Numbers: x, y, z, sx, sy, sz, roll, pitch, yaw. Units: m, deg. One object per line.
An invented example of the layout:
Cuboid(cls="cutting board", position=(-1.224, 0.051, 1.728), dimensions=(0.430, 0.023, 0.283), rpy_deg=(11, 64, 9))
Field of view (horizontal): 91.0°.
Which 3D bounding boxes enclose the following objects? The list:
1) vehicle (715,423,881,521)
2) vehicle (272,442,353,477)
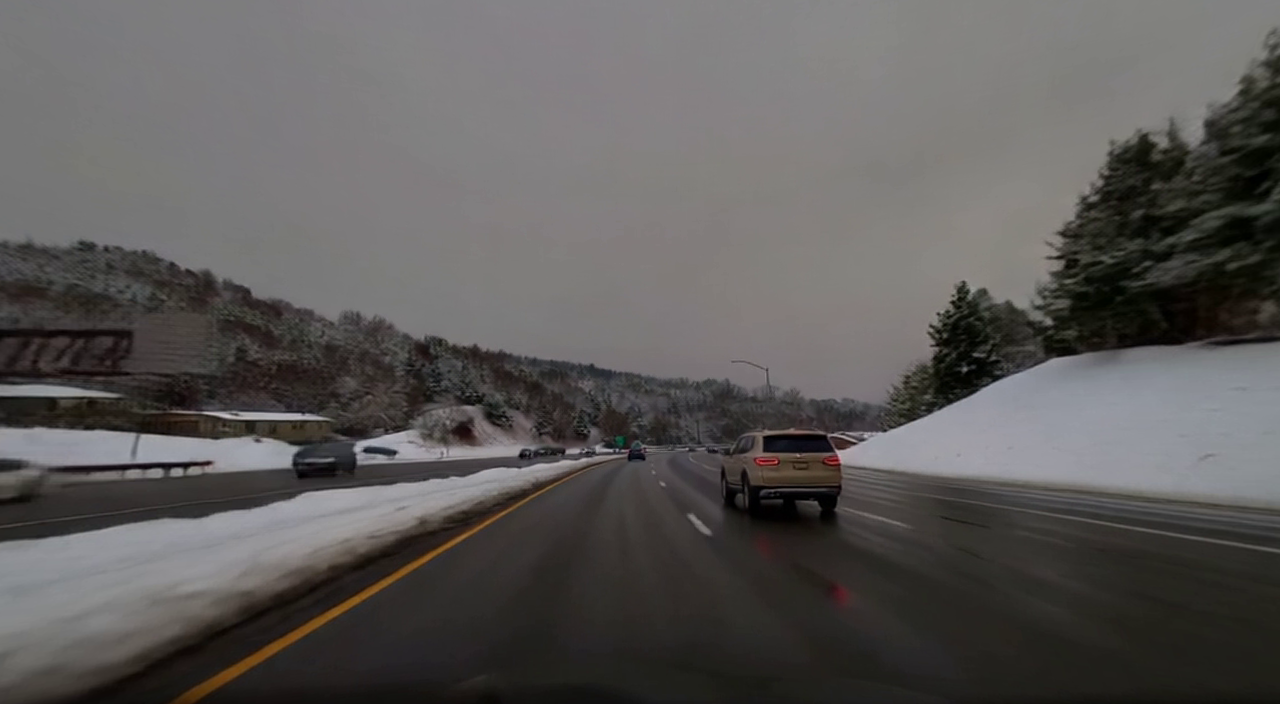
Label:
Cuboid(cls="vehicle", position=(3.183, 2.547, 13.899), dimensions=(2.318, 1.766, 4.587), rpy_deg=(0, -9, -2))
Cuboid(cls="vehicle", position=(-18.756, 6.169, 36.344), dimensions=(2.051, 1.830, 4.693), rpy_deg=(0, -9, 1))
